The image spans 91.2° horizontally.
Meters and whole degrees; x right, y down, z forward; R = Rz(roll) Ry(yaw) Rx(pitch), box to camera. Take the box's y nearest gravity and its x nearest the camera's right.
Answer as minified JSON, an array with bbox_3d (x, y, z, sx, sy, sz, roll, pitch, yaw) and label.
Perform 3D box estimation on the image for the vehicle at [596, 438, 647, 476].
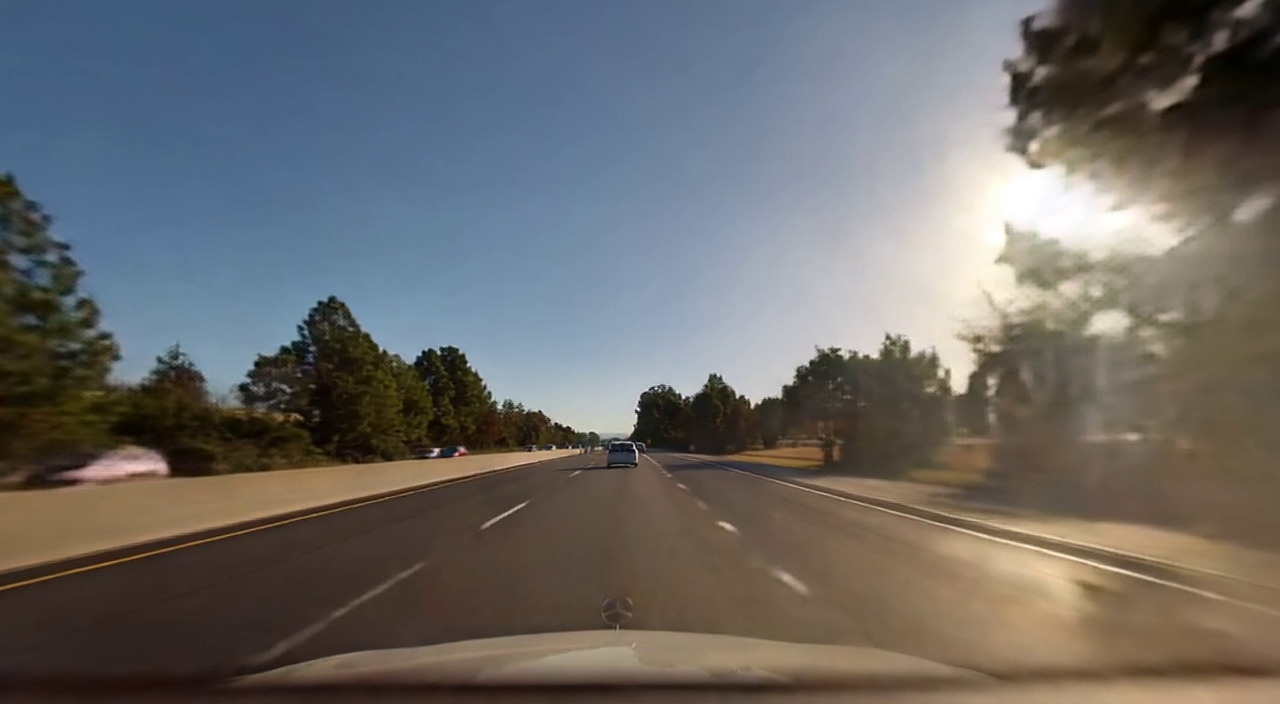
[{"bbox_3d":[-0.792,4.603,27.615,2.095,1.537,4.017,0,-9,-1],"label":"vehicle"}]

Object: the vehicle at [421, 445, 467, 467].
[{"bbox_3d":[-13.962,7.403,44.853,1.882,1.474,4.369,-1,-9,-1],"label":"vehicle"}]

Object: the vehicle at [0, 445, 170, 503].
[{"bbox_3d":[-17.597,3.797,19.953,1.919,1.589,4.272,0,-9,-1],"label":"vehicle"}]
